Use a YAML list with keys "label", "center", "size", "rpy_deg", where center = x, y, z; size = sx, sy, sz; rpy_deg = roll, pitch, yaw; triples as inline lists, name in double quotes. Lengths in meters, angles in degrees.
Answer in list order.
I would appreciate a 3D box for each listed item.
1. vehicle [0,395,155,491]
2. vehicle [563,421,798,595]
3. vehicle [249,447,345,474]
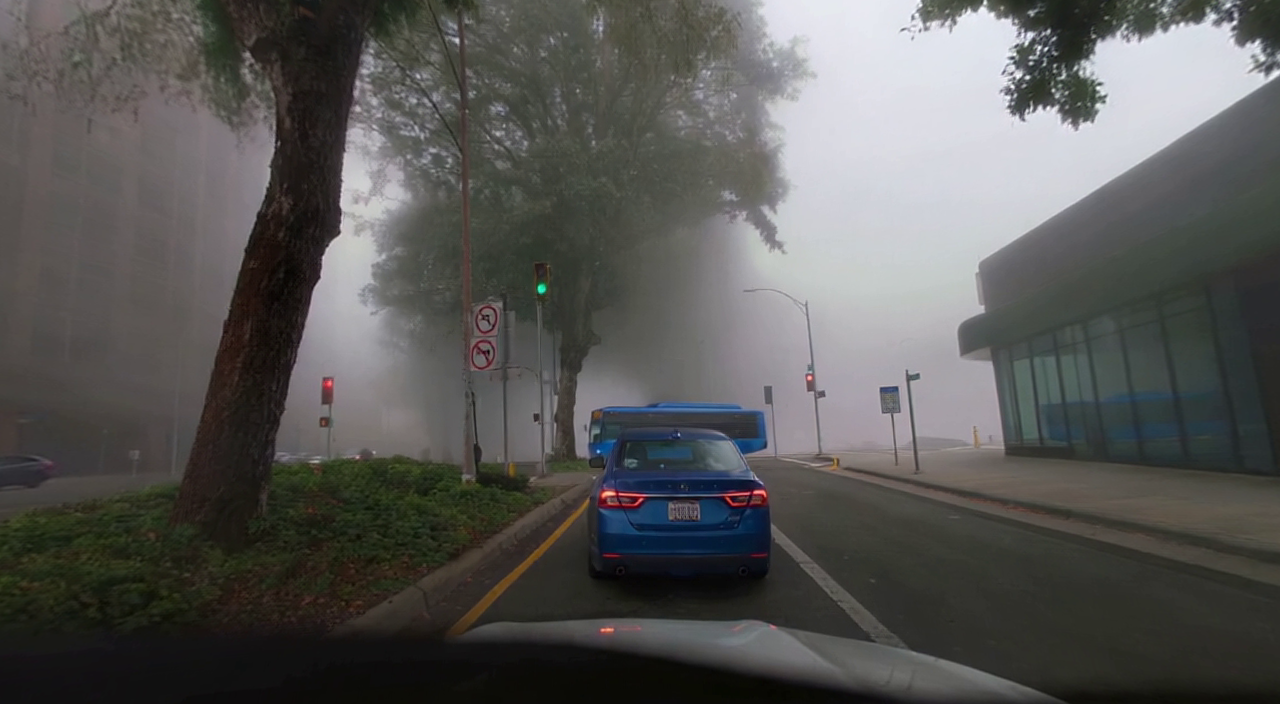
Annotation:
- label: "vehicle"
  center: [-25.931, 3.653, 25.337]
  size: [2.692, 3.685, 10.153]
  rpy_deg: [-3, -9, 20]
- label: "vehicle"
  center: [0.383, 1.625, 7.386]
  size: [2.006, 1.470, 3.799]
  rpy_deg: [0, -8, 1]
- label: "vehicle"
  center: [-20.289, 6.387, 37.605]
  size: [1.883, 1.461, 4.830]
  rpy_deg: [-4, -9, 23]
